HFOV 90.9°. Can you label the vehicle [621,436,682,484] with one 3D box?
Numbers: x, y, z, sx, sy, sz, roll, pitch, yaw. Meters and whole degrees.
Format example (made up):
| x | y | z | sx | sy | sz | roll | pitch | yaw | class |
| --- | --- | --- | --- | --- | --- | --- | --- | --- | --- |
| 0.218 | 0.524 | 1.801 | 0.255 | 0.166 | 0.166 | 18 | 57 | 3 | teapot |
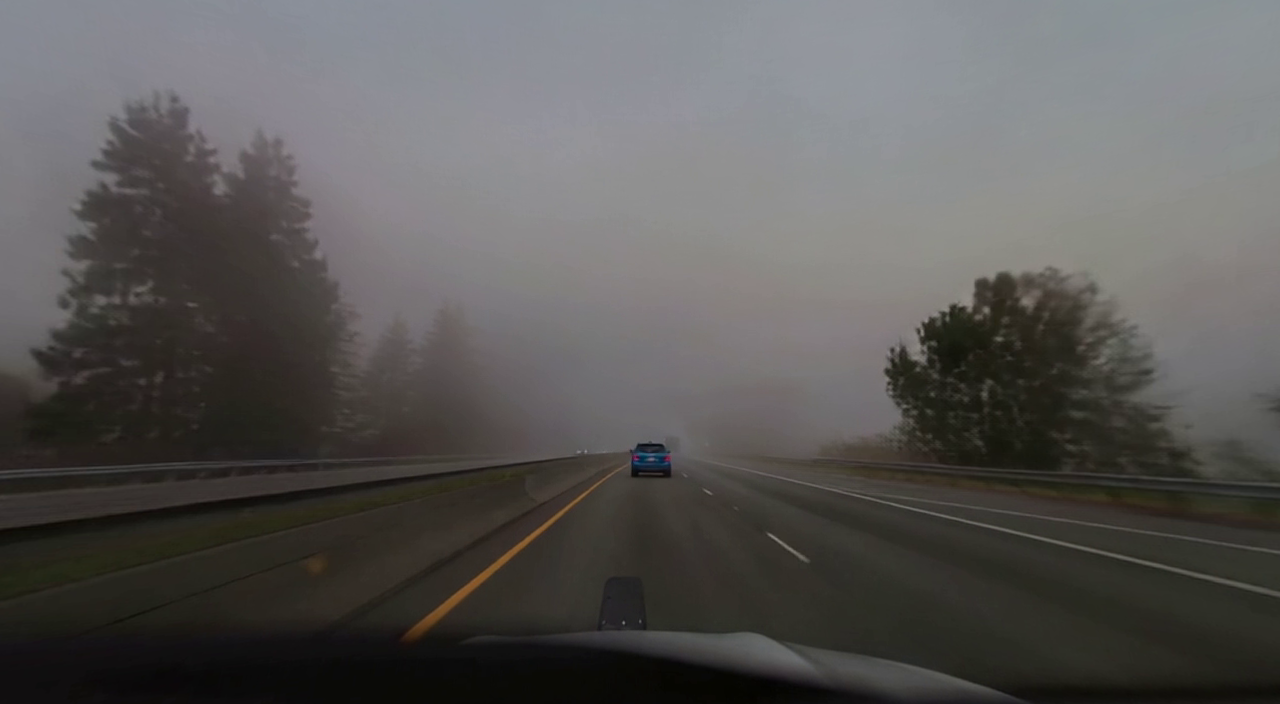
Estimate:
| x | y | z | sx | sy | sz | roll | pitch | yaw | class |
| --- | --- | --- | --- | --- | --- | --- | --- | --- | --- |
| 0.413 | 4.182 | 24.610 | 2.190 | 1.706 | 4.062 | 0 | -9 | 0 | vehicle |
